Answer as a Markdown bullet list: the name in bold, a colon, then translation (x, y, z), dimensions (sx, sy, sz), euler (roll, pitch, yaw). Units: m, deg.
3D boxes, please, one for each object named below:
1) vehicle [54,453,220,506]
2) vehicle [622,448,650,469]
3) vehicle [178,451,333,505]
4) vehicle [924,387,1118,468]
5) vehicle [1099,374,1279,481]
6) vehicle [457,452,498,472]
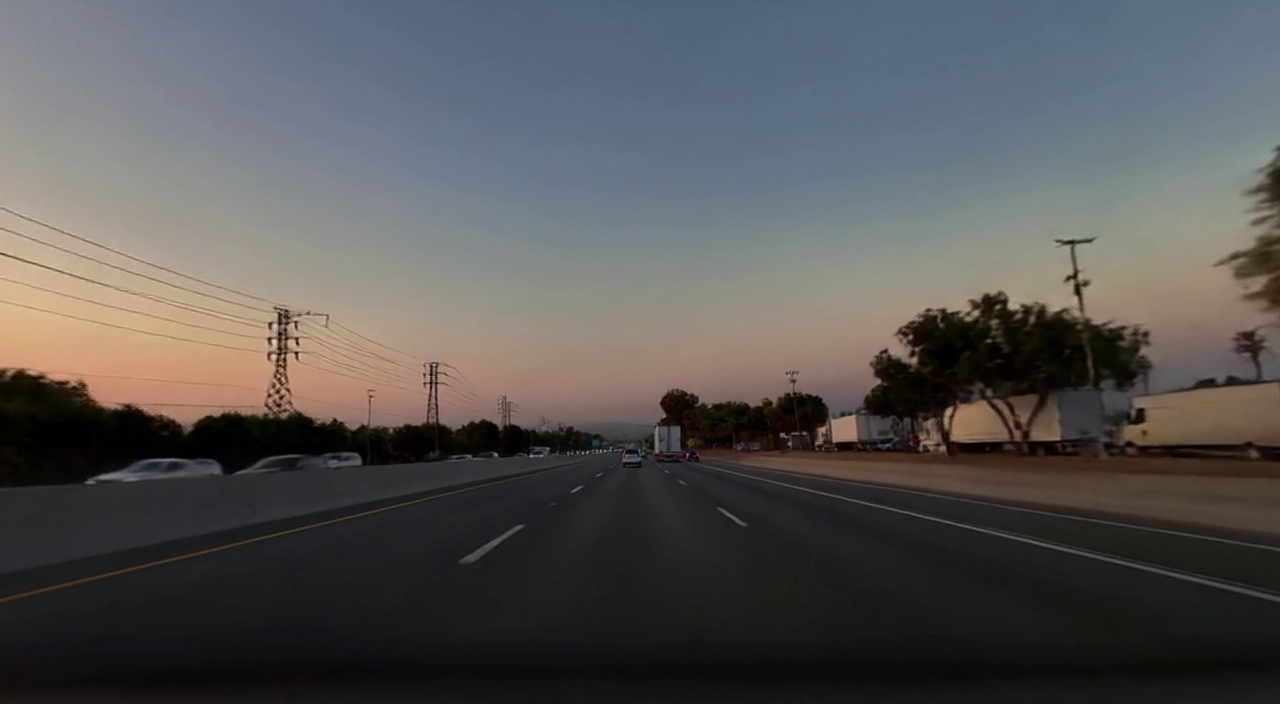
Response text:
- **vehicle**: translation (-16.008, 4.038, 20.399), dimensions (1.862, 1.473, 4.209), euler (0, -9, 0)
- **vehicle**: translation (-0.292, 8.290, 49.242), dimensions (2.111, 1.599, 3.859), euler (0, -9, 0)
- **vehicle**: translation (-11.941, 3.904, 20.020), dimensions (2.010, 1.472, 4.552), euler (0, -9, 0)
- **vehicle**: translation (23.579, 5.148, 40.842), dimensions (3.234, 4.276, 14.411), euler (0, -9, -1)
- **vehicle**: translation (24.127, 3.107, 25.111), dimensions (2.849, 3.732, 12.220), euler (-1, -9, 2)
- **vehicle**: translation (-12.363, 8.393, 48.119), dimensions (1.855, 1.429, 4.461), euler (0, -9, 1)
